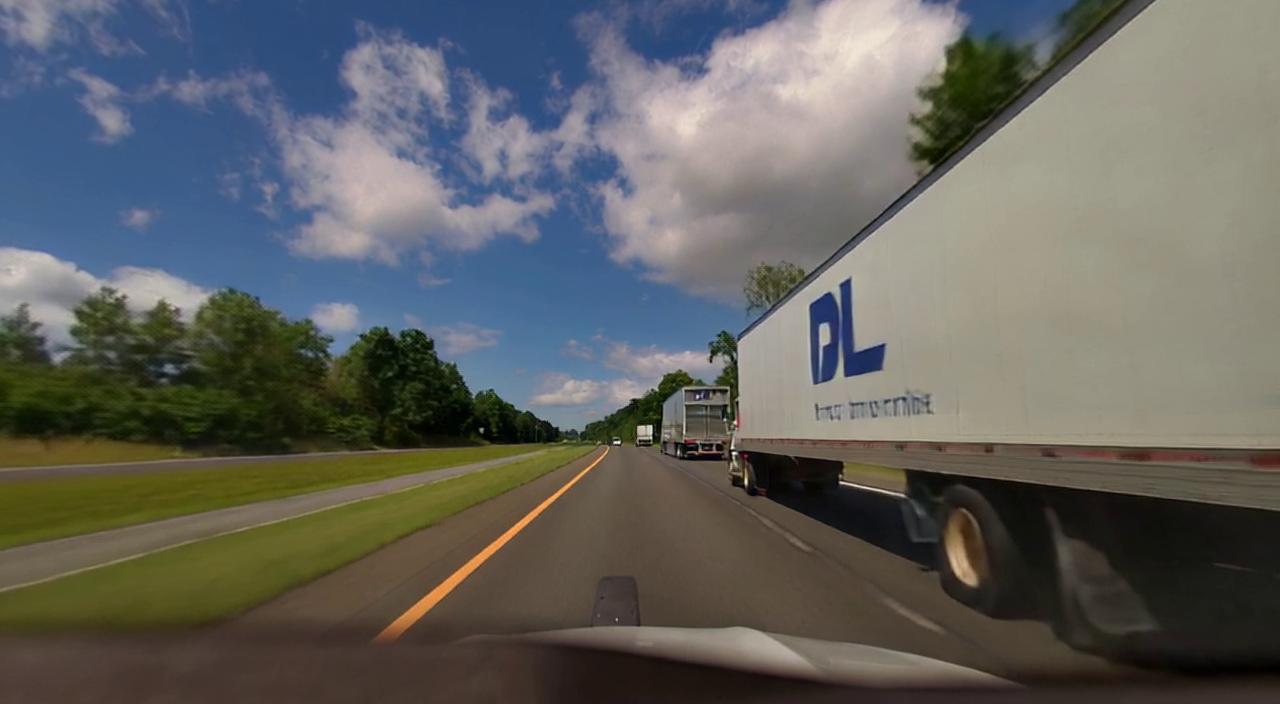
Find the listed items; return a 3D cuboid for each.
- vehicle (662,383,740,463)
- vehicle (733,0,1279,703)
[{"bbox_3d":[3.359,4.590,39.160,2.871,4.072,14.183,0,-8,-2],"label":"vehicle"},{"bbox_3d":[3.933,0.363,8.373,2.863,4.031,14.678,0,-8,-1],"label":"vehicle"}]
